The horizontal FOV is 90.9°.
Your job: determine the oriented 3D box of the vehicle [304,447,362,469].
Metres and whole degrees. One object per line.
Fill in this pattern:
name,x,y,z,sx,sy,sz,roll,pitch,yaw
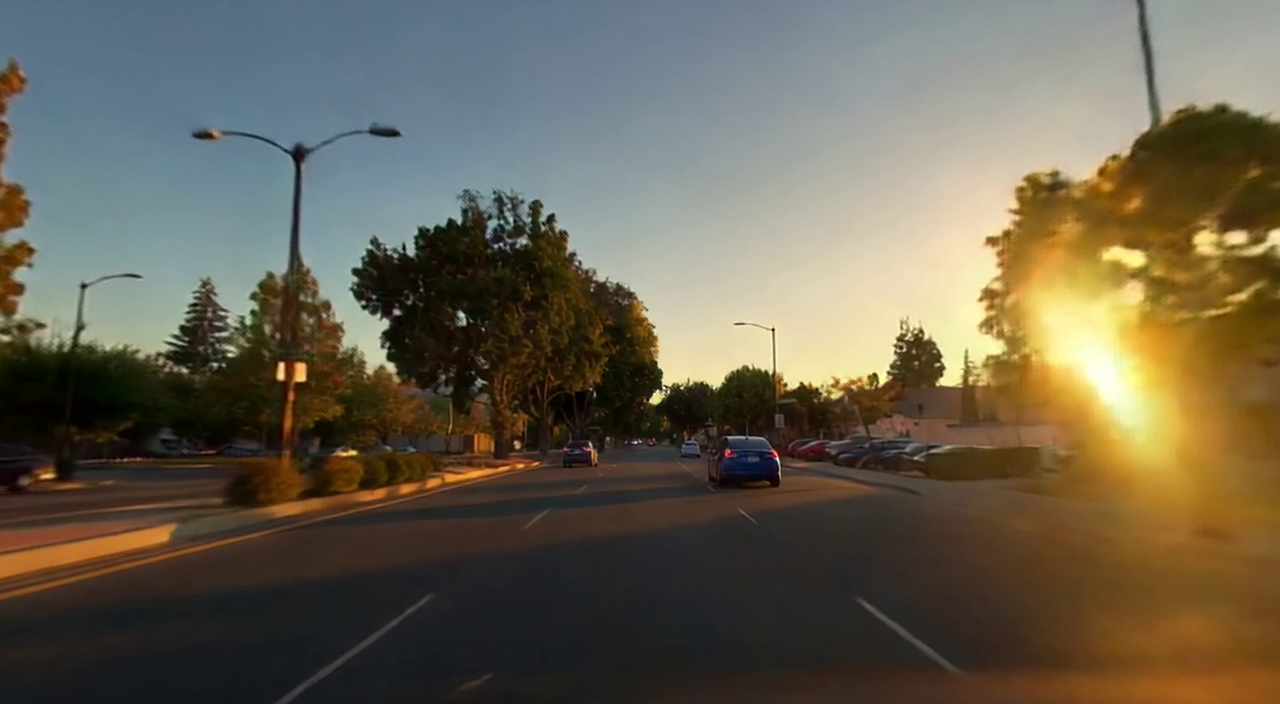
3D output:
vehicle,-21.530,7.443,44.379,1.799,1.465,4.390,0,-8,2

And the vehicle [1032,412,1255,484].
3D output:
vehicle,16.731,3.268,21.550,2.160,2.093,5.795,1,-8,-10

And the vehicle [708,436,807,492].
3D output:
vehicle,3.357,3.296,18.974,2.083,1.474,4.360,0,-8,-1

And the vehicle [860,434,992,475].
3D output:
vehicle,13.769,4.934,30.516,5.342,1.867,2.147,0,-8,-5

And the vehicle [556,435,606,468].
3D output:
vehicle,-3.022,5.204,33.193,2.113,1.626,4.129,0,-8,2
